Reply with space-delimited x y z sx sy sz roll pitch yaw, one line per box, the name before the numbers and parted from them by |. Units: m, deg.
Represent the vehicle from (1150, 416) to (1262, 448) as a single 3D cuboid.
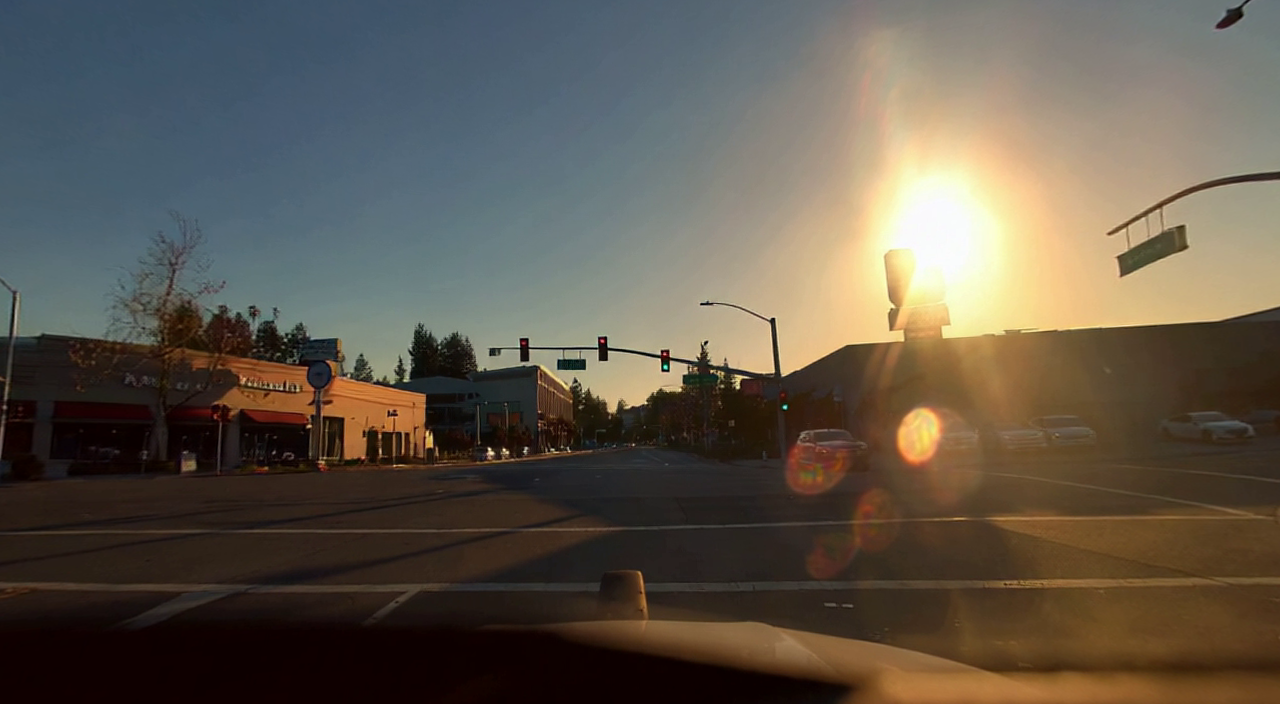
vehicle | 28.274 4.073 31.712 1.799 1.459 4.266 0 -8 3
